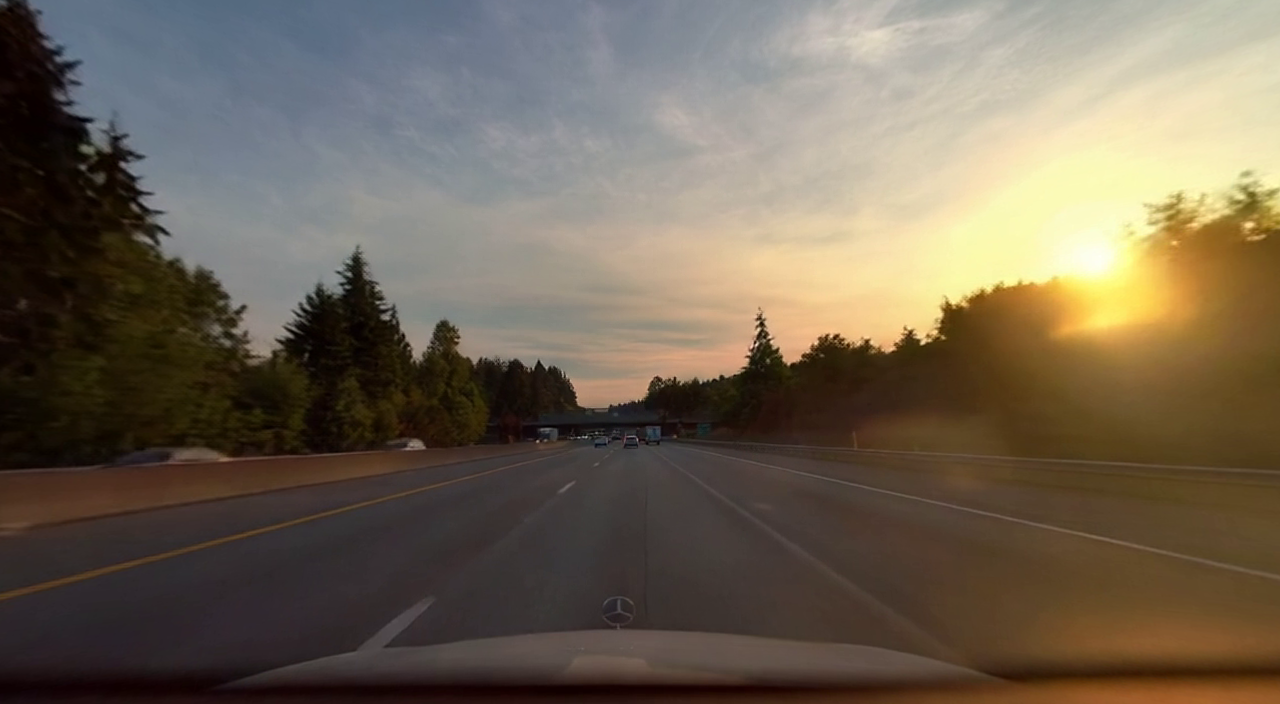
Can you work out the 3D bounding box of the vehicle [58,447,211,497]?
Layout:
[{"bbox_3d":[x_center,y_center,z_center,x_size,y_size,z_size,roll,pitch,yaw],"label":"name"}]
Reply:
[{"bbox_3d":[-15.414,3.624,19.469,1.975,1.340,3.358,0,-8,-2],"label":"vehicle"}]
